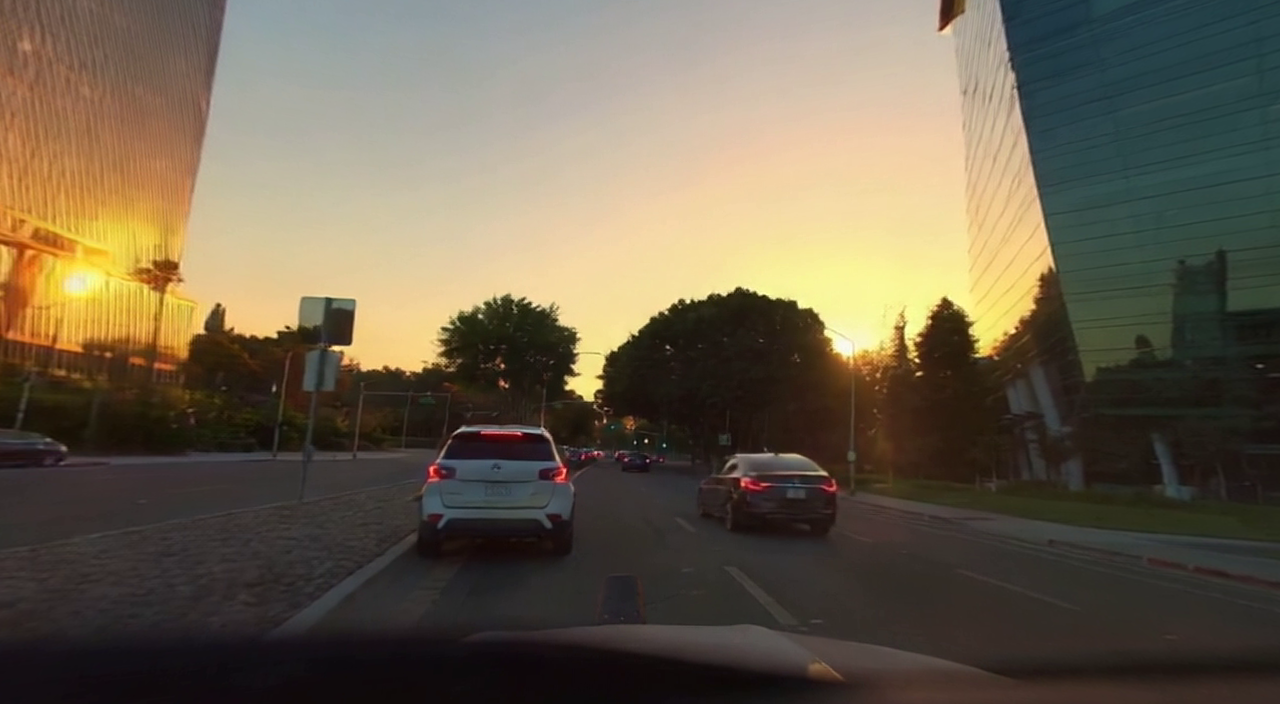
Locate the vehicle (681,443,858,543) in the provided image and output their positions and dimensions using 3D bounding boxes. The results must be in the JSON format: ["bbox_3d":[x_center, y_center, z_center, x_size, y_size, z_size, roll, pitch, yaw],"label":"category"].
[{"bbox_3d":[2.468,2.838,13.433,2.205,1.537,4.895,6,-9,-6],"label":"vehicle"}]

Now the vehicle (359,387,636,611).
[{"bbox_3d":[-1.644,1.587,7.798,2.275,1.819,4.883,2,-9,-11],"label":"vehicle"}]
